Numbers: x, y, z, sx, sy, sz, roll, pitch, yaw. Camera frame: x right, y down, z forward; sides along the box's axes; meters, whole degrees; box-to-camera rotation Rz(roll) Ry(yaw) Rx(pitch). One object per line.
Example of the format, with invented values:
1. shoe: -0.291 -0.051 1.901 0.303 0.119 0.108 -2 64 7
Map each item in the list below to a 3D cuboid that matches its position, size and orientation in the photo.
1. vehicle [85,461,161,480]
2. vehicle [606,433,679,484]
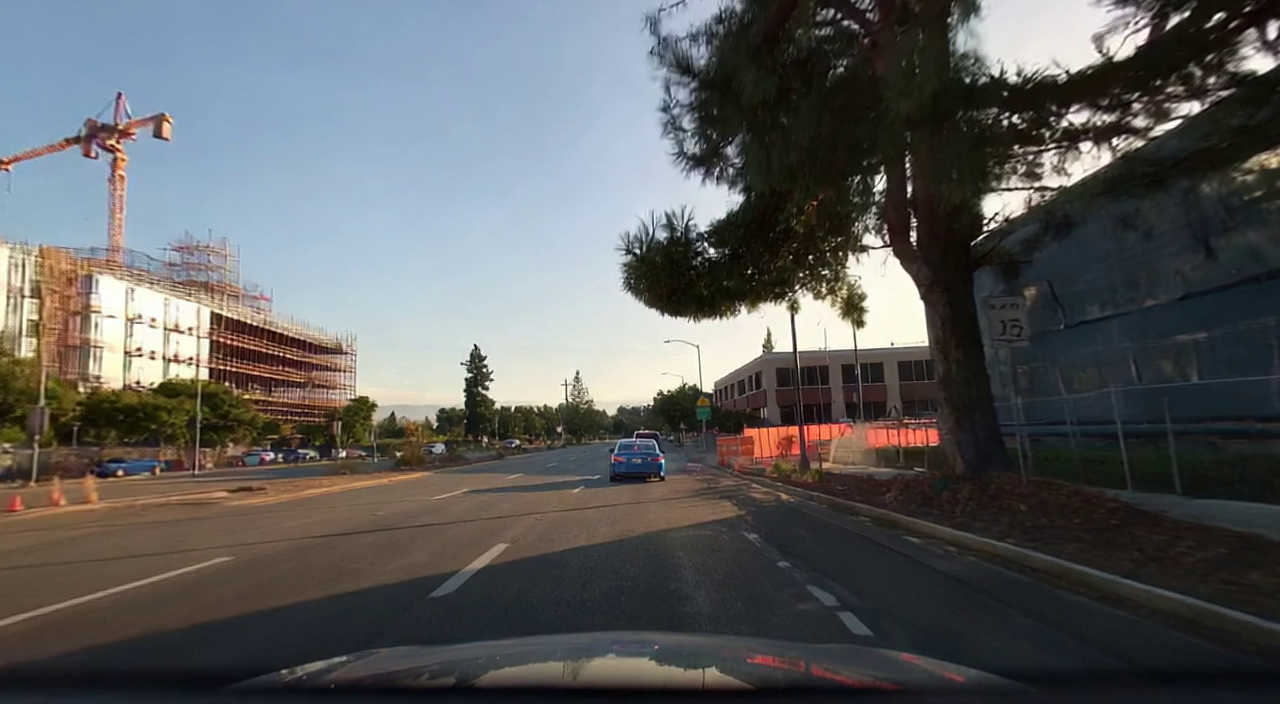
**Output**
1. vehicle: -39.579 9.069 48.298 4.111 1.412 1.777 0 -8 -3
2. vehicle: 0.092 3.384 20.331 2.112 1.482 4.076 0 -8 0
